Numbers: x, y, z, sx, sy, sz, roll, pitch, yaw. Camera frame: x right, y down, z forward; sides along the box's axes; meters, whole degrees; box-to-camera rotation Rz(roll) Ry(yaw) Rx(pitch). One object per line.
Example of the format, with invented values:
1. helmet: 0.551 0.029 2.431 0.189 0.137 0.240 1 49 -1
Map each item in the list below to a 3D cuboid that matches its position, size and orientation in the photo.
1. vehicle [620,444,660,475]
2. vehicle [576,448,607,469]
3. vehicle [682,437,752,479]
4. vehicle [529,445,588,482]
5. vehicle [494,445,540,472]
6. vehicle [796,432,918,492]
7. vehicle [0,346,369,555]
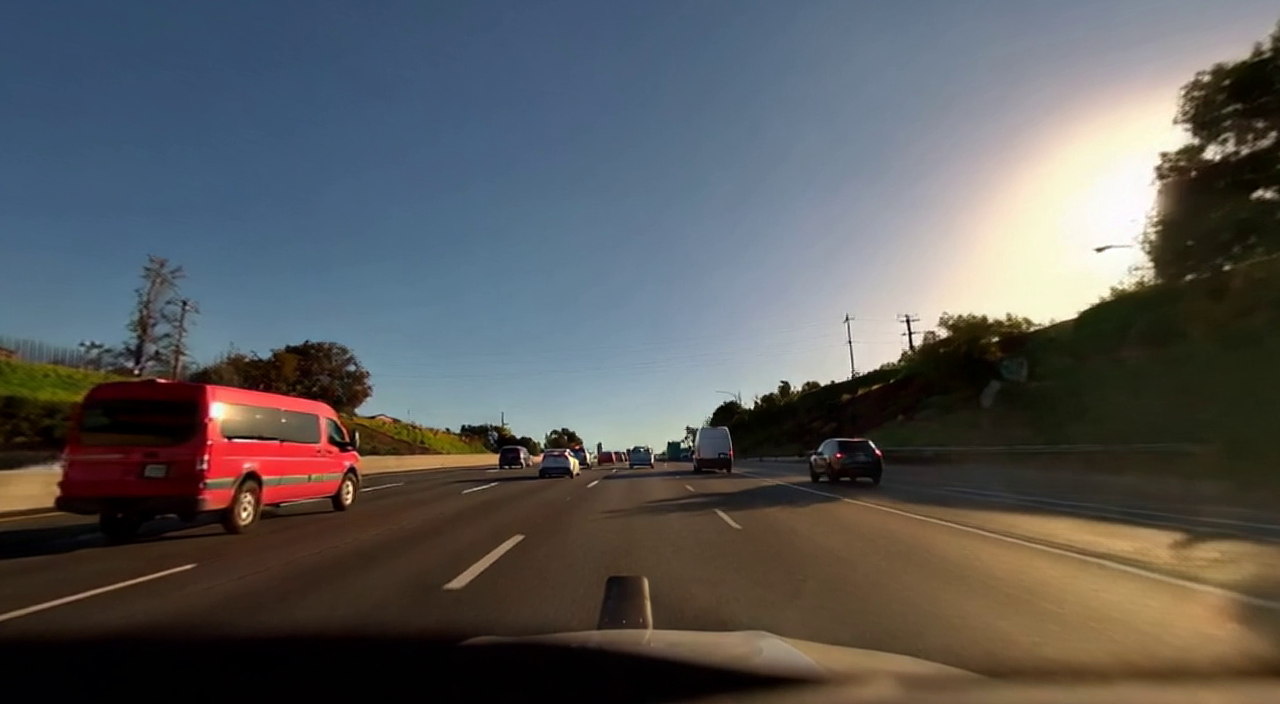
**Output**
1. vehicle: 0.010 5.950 35.218 2.115 1.617 4.102 0 -9 1
2. vehicle: -3.555 7.885 47.100 1.987 1.466 4.341 0 -9 0
3. vehicle: 3.700 5.254 31.551 2.777 1.895 5.710 0 -9 0
4. vehicle: -3.493 4.860 27.733 1.970 1.483 4.071 0 -9 1
5. vehicle: -7.638 6.655 39.558 1.961 1.562 4.301 0 -9 1
6. vehicle: 7.422 3.832 22.430 2.304 1.840 5.706 0 -9 0
7. vehicle: -7.563 1.748 11.498 2.336 2.708 6.421 0 -9 0
